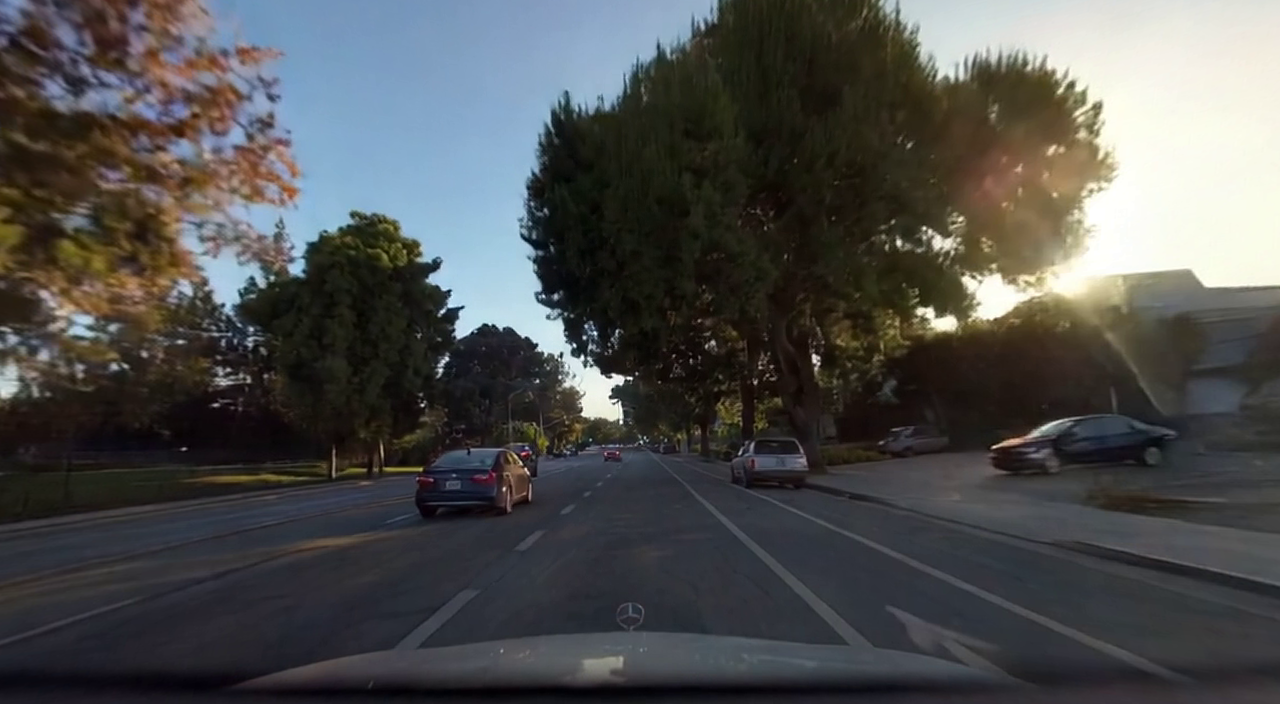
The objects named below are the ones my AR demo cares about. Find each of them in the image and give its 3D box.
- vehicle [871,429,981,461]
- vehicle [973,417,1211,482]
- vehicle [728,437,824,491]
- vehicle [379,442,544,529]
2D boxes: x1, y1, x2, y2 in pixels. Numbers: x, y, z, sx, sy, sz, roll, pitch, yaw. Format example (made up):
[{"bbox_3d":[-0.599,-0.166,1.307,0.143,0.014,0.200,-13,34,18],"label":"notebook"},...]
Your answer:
[{"bbox_3d":[14.670,4.802,32.510,4.696,1.511,2.004,-1,-8,1],"label":"vehicle"},{"bbox_3d":[11.778,2.561,16.675,4.766,1.585,2.020,0,-8,-2],"label":"vehicle"},{"bbox_3d":[4.435,3.738,21.454,2.107,1.620,4.793,0,-8,-1],"label":"vehicle"},{"bbox_3d":[-3.433,2.641,13.131,2.099,1.470,4.302,-1,-8,1],"label":"vehicle"}]
